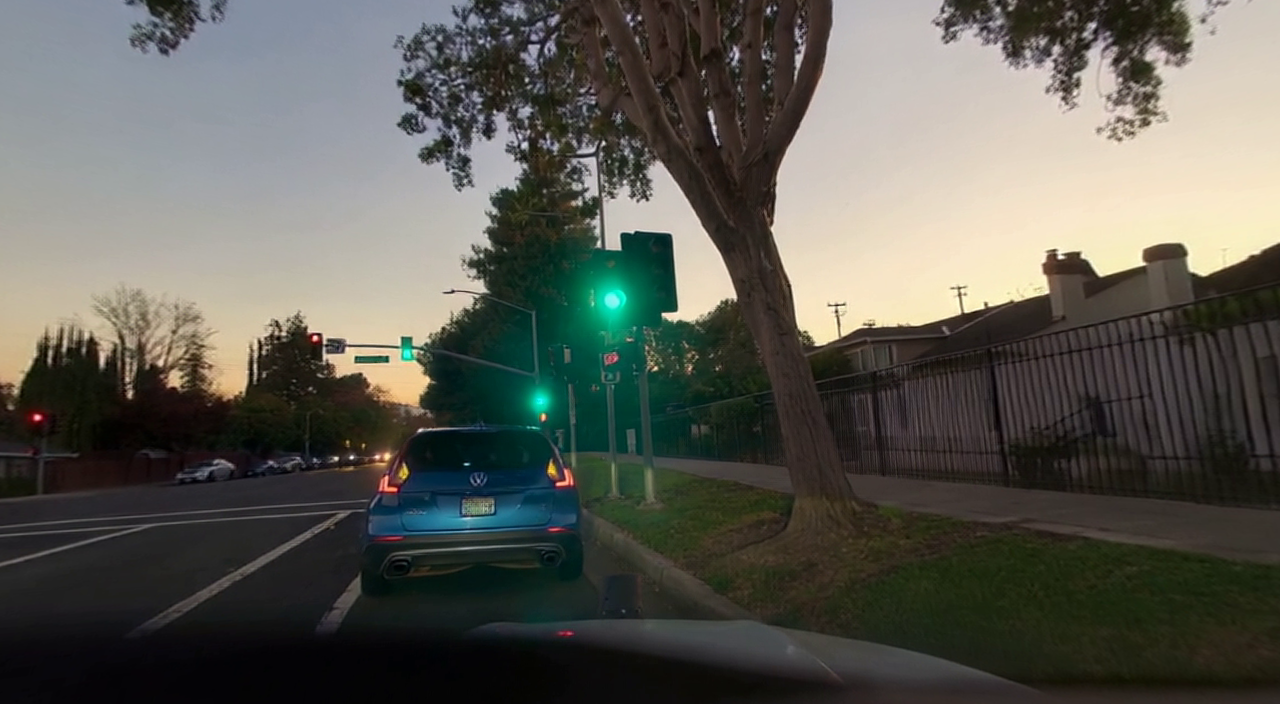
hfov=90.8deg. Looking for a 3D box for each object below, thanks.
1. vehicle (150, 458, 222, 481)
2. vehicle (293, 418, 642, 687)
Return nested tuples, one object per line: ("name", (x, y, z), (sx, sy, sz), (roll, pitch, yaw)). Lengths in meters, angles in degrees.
("vehicle", (-34.775, 9.004, 48.455), (3.959, 1.680, 1.785), (1, -9, -9))
("vehicle", (-1.426, 1.435, 5.672), (2.024, 1.502, 3.702), (2, -9, -14))
